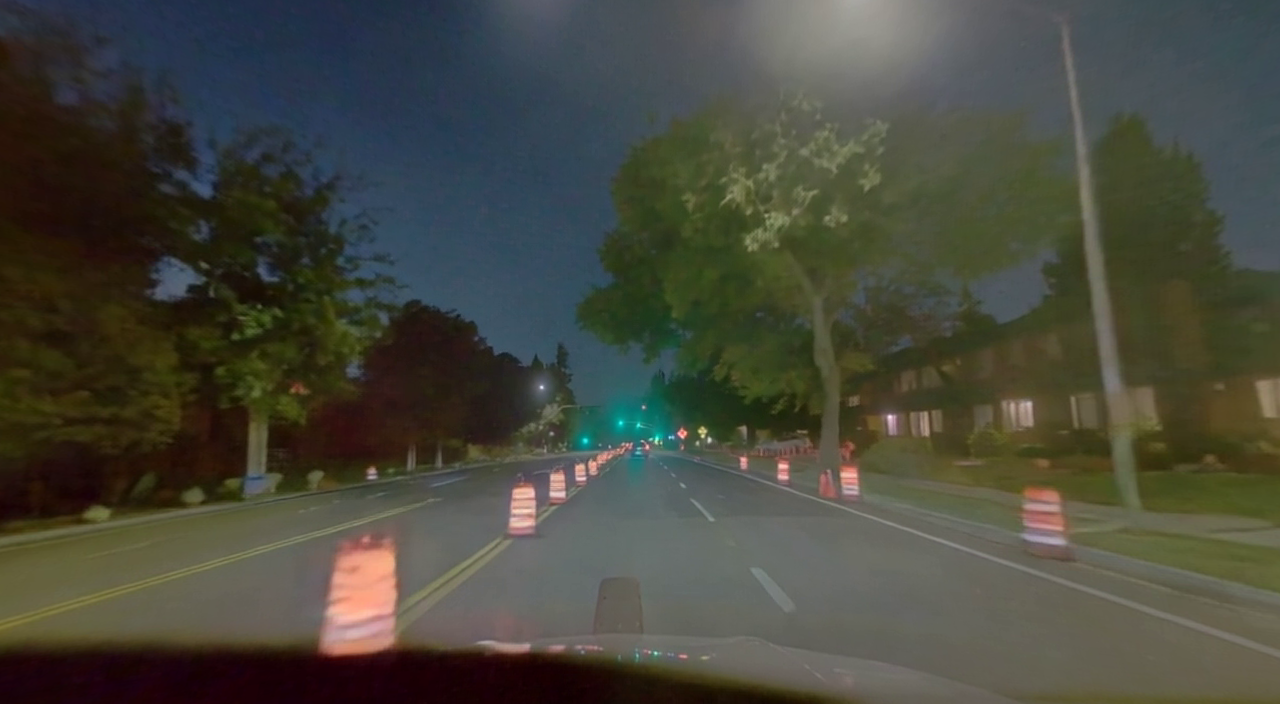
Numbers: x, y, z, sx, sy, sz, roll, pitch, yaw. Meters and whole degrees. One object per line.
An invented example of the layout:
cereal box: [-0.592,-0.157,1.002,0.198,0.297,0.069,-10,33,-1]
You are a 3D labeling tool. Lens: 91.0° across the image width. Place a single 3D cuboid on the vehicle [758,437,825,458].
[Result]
vehicle: [10.964,6.963,45.874,4.463,1.466,1.813,-1,-9,5]
